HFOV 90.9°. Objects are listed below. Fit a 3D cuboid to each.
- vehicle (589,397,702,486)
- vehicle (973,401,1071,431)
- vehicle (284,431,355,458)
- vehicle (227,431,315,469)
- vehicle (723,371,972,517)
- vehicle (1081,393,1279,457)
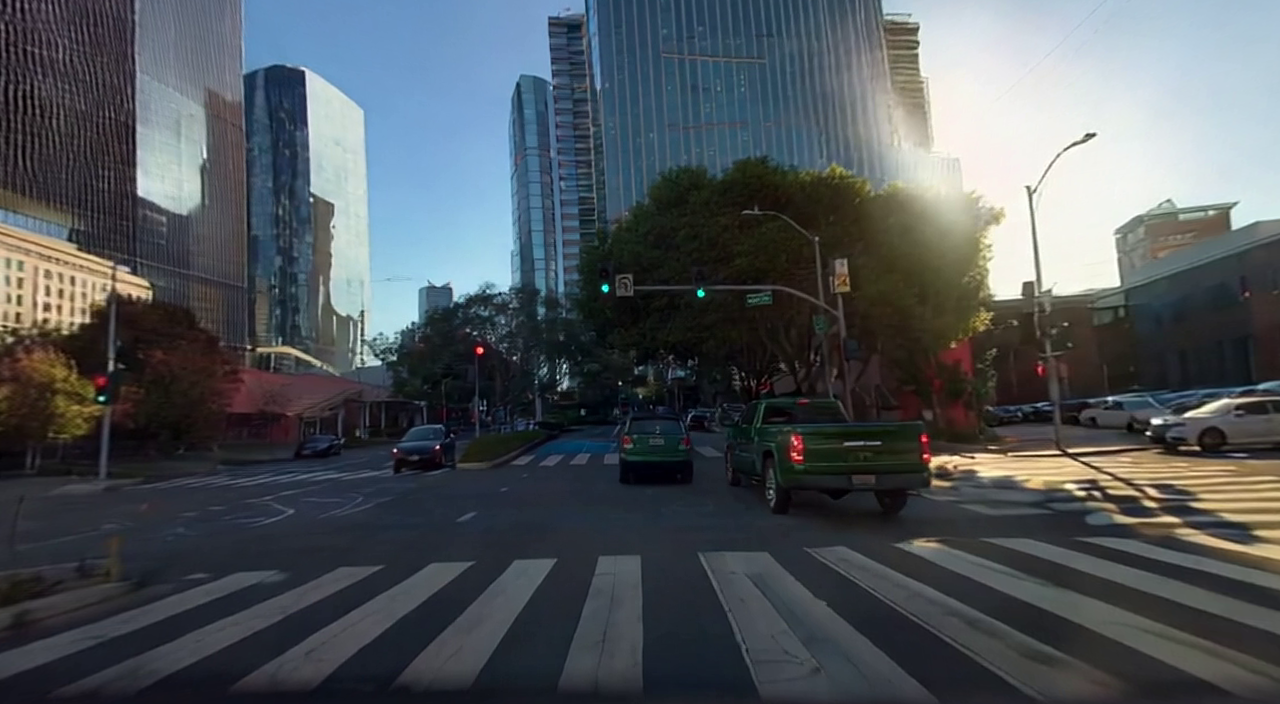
[{"bbox_3d":[0.062,2.123,14.911,2.283,1.773,4.255,0,-9,-1],"label":"vehicle"},{"bbox_3d":[20.392,3.440,33.772,4.031,1.436,1.699,-1,-8,1],"label":"vehicle"},{"bbox_3d":[-19.708,5.762,39.019,1.871,1.546,4.792,0,-9,0],"label":"vehicle"},{"bbox_3d":[-19.627,5.246,33.830,2.060,1.867,4.626,0,-9,-2],"label":"vehicle"},{"bbox_3d":[3.351,1.714,12.149,2.487,2.048,6.443,0,-8,-1],"label":"vehicle"},{"bbox_3d":[14.264,1.862,15.780,4.872,1.472,2.136,0,-9,-2],"label":"vehicle"}]
